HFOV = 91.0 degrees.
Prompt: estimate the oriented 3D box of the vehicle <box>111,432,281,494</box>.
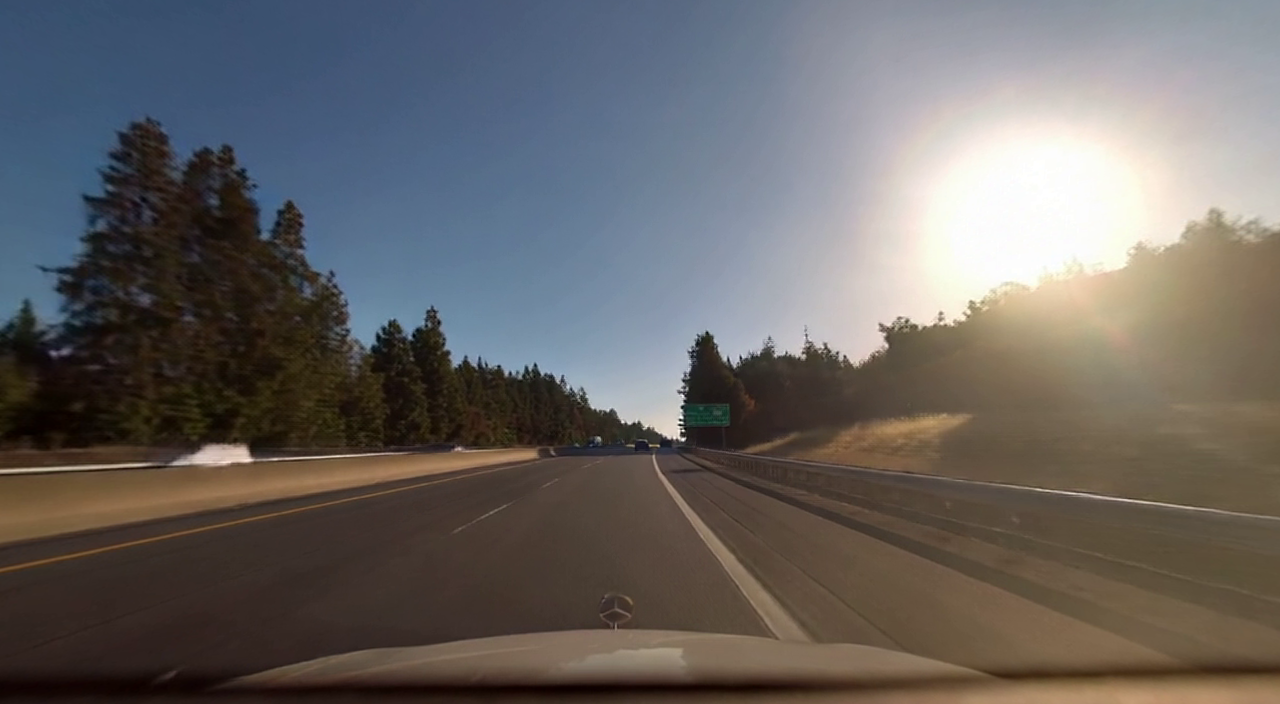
[{"bbox_3d":[-14.180,3.538,20.571,2.097,1.750,4.773,0,-8,-1],"label":"vehicle"}]
